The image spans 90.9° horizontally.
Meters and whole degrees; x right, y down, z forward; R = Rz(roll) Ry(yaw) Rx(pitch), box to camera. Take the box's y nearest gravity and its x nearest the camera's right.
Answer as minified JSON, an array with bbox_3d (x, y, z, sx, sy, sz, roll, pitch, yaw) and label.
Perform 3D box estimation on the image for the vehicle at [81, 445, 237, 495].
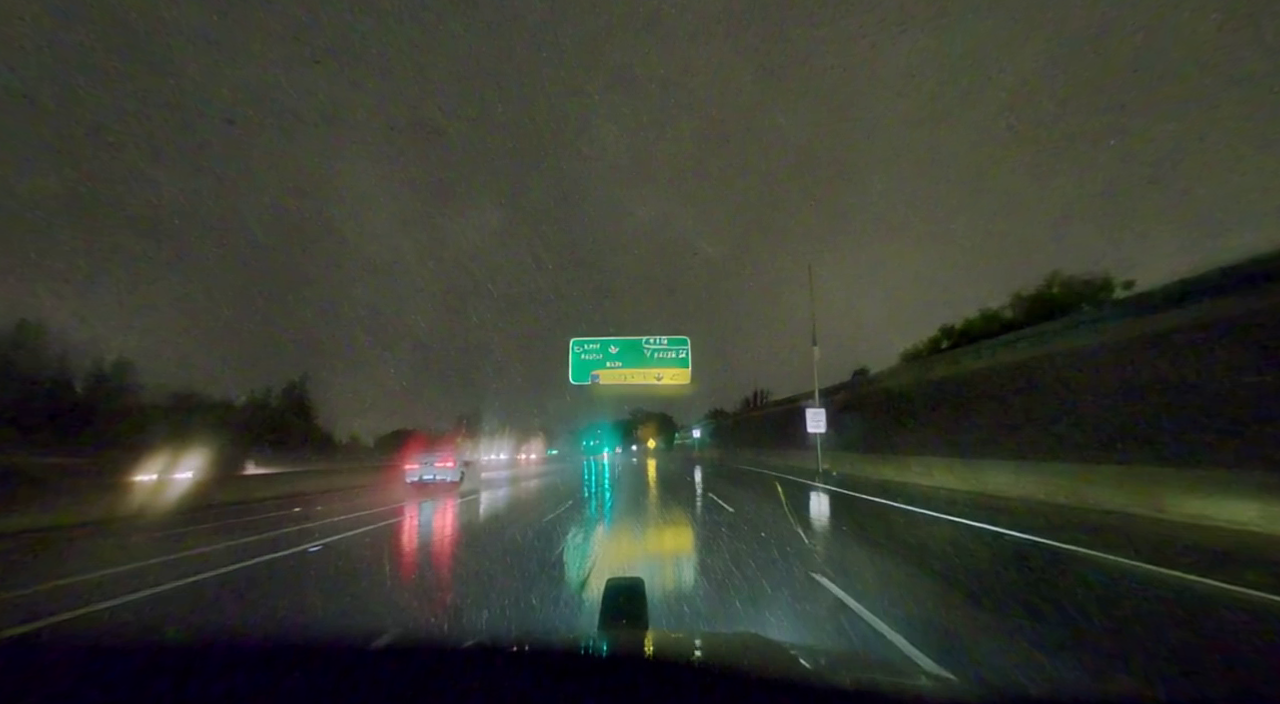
[{"bbox_3d":[-20.902,5.117,27.902,2.220,1.938,5.886,0,-8,1],"label":"vehicle"}]
